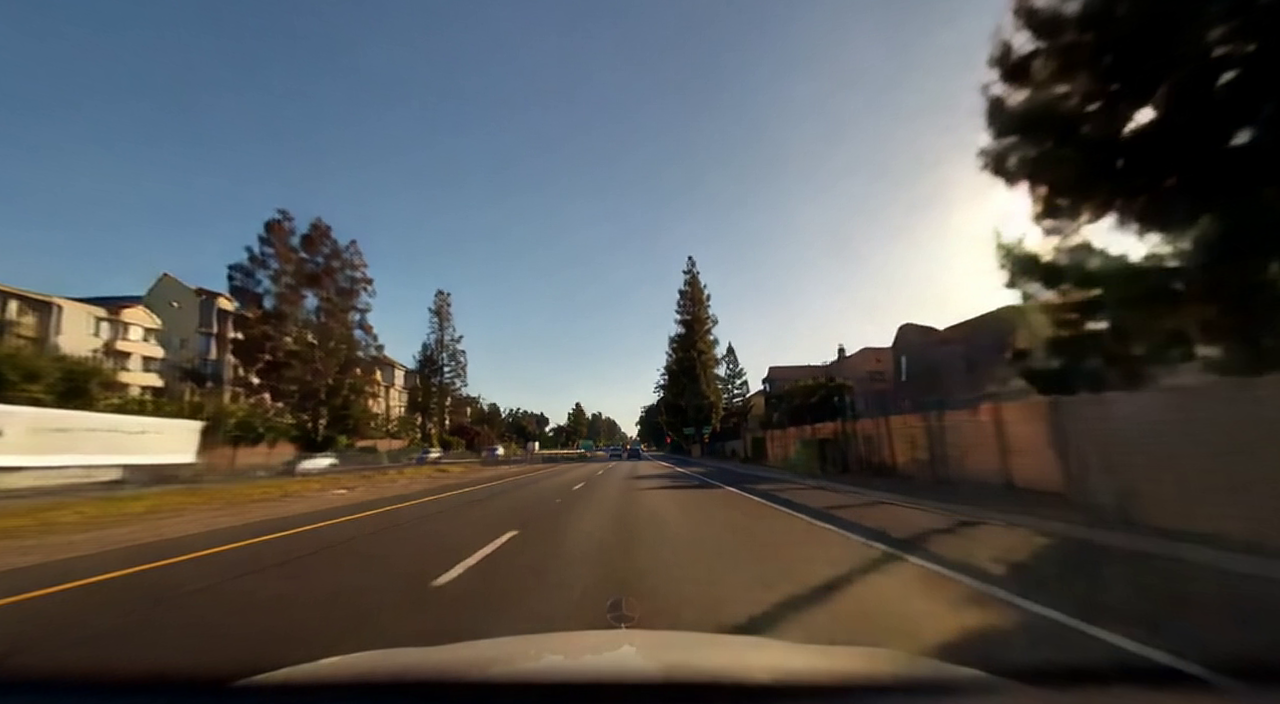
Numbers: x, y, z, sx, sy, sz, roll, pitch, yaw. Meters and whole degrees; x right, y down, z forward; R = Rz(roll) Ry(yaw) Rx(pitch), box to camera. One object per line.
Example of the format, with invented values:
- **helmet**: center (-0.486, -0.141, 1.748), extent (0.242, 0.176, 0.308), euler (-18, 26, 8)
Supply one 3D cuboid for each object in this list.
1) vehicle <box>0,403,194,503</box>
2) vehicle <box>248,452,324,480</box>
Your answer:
- **vehicle**: center (-24.973, 4.218, 26.429), extent (2.824, 3.613, 13.143), euler (0, -9, 0)
- **vehicle**: center (-21.233, 6.827, 37.982), extent (1.866, 1.521, 4.645), euler (0, -9, 0)
